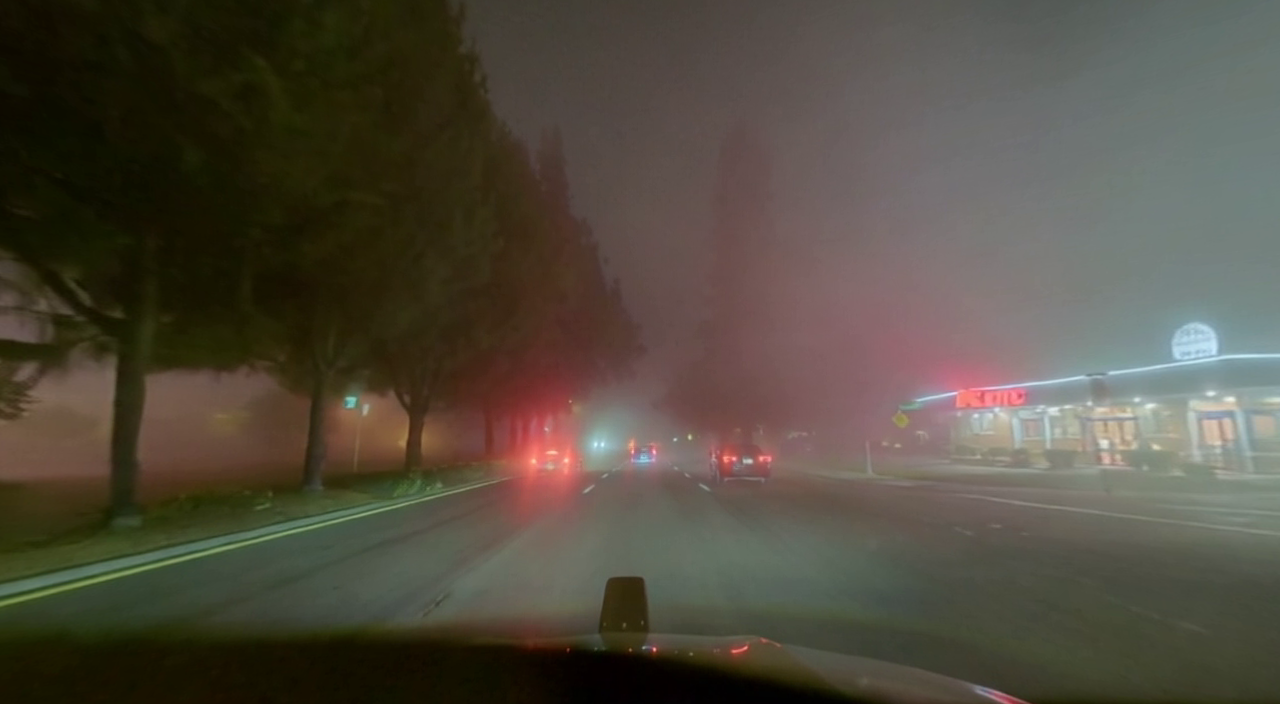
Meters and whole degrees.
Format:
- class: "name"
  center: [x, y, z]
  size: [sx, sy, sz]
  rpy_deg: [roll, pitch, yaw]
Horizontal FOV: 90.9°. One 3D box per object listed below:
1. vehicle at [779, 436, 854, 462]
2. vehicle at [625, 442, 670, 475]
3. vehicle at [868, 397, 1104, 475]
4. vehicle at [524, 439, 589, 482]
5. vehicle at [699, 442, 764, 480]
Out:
- class: "vehicle"
  center: [13.726, 7.543, 49.180]
  size: [5.144, 1.834, 2.188]
  rpy_deg: [-2, -8, 2]
- class: "vehicle"
  center: [0.335, 5.182, 30.847]
  size: [2.059, 1.477, 4.216]
  rpy_deg: [0, -8, 0]
- class: "vehicle"
  center: [14.838, 3.734, 27.685]
  size: [8.343, 3.028, 3.002]
  rpy_deg: [-2, -9, 3]
- class: "vehicle"
  center: [-3.329, 4.407, 25.923]
  size: [1.995, 1.607, 4.086]
  rpy_deg: [0, -8, 1]
- class: "vehicle"
  center: [3.769, 4.557, 26.685]
  size: [2.012, 1.462, 4.400]
  rpy_deg: [0, -8, -1]
